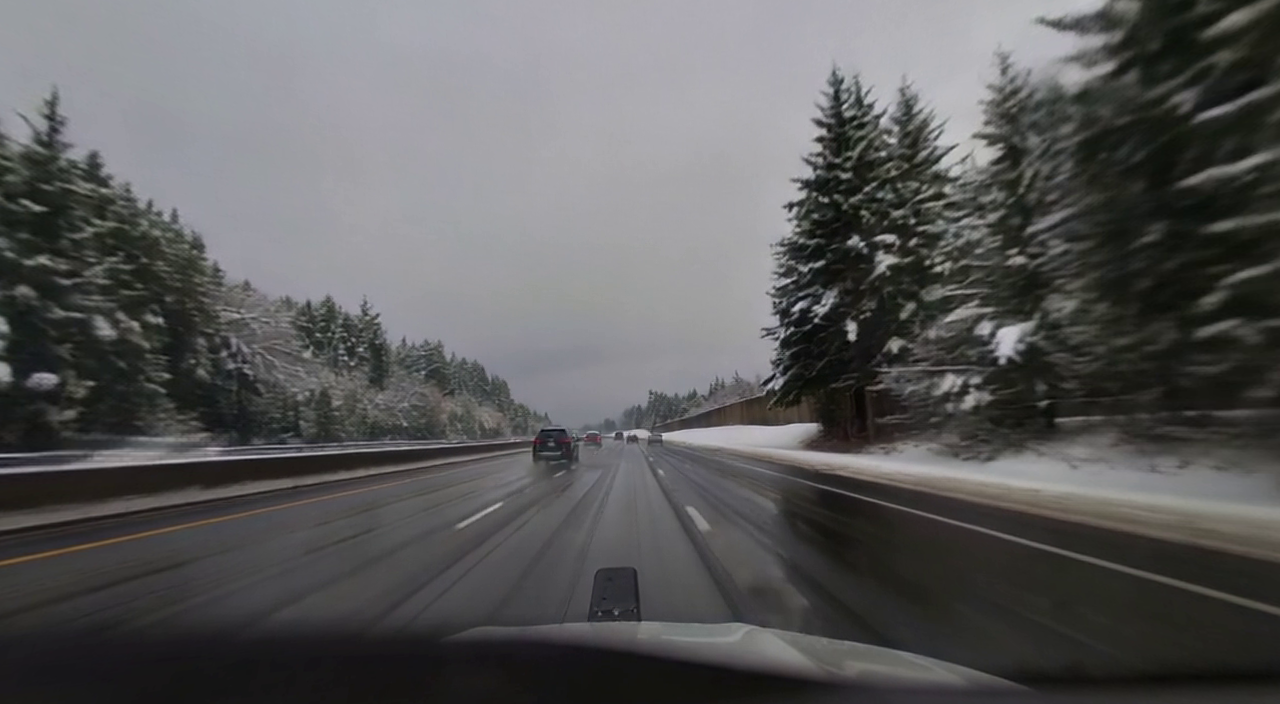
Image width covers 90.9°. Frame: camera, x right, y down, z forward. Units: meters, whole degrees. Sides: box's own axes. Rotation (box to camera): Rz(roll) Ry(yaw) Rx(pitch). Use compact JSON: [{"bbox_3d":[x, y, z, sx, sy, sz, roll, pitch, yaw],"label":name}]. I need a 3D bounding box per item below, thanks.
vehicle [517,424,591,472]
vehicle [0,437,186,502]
[{"bbox_3d":[-3.328,3.818,25.409,2.306,1.730,4.606,0,-8,1],"label":"vehicle"},{"bbox_3d":[-14.017,2.908,16.172,1.840,1.438,3.986,0,-8,-2],"label":"vehicle"}]
